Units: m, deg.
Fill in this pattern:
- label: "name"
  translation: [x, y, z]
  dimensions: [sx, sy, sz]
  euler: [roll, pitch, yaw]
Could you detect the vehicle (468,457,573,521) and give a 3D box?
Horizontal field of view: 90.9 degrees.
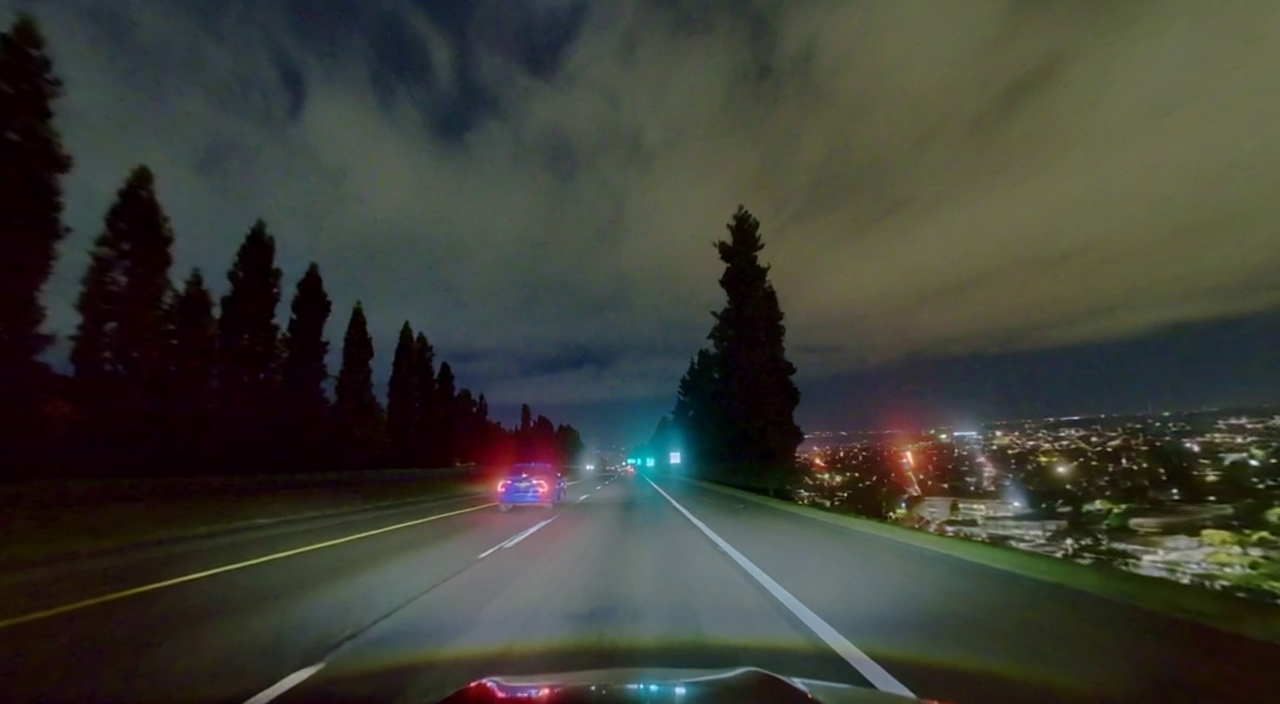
- label: "vehicle"
  translation: [-3.030, 3.606, 16.857]
  dimensions: [2.040, 1.465, 3.744]
  euler: [1, -11, 0]
